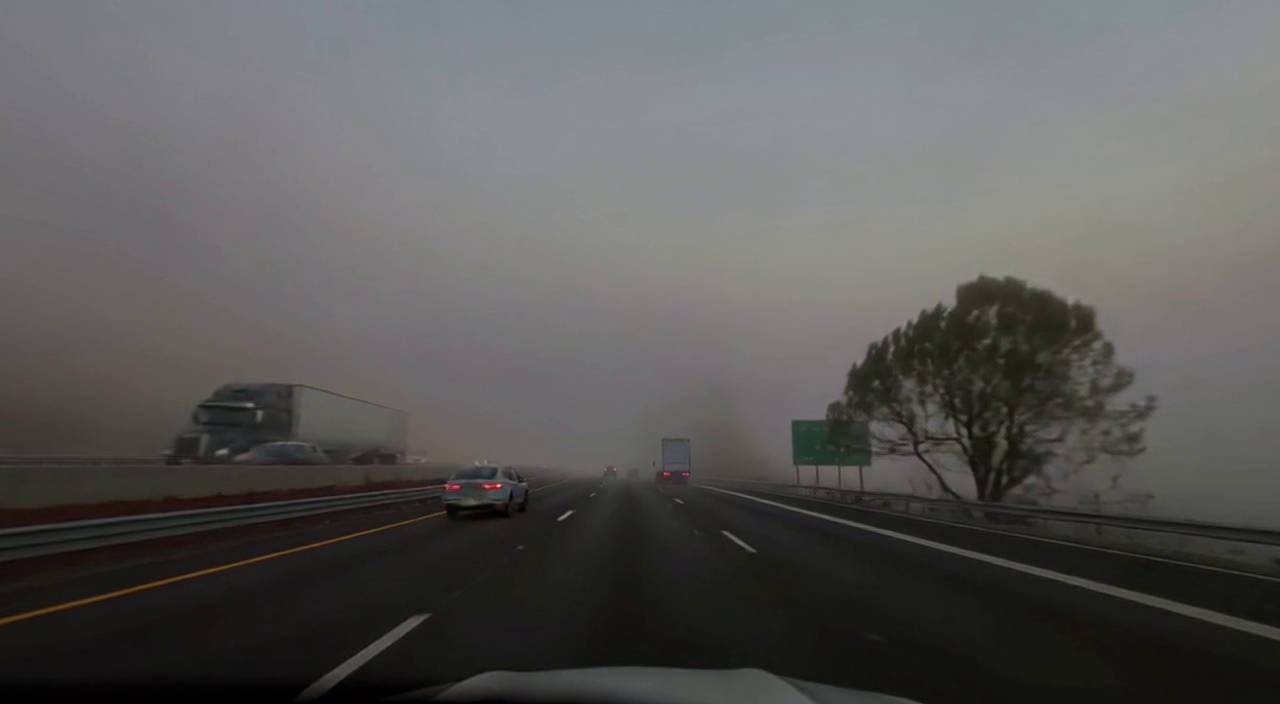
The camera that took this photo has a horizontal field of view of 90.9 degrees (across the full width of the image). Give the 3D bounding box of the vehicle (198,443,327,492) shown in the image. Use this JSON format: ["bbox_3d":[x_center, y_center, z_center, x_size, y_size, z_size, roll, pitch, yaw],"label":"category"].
[{"bbox_3d":[-12.194,3.796,20.686,1.875,1.432,3.869,1,-11,-1],"label":"vehicle"}]

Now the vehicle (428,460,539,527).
[{"bbox_3d":[-3.857,3.568,16.245,1.868,1.485,3.770,1,-11,0],"label":"vehicle"}]

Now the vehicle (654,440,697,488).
[{"bbox_3d":[2.718,8.889,49.984,2.738,3.456,7.520,1,-11,-2],"label":"vehicle"}]

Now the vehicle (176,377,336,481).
[{"bbox_3d":[-15.857,3.425,26.691,2.985,3.862,5.846,1,-11,-2],"label":"vehicle"}]
